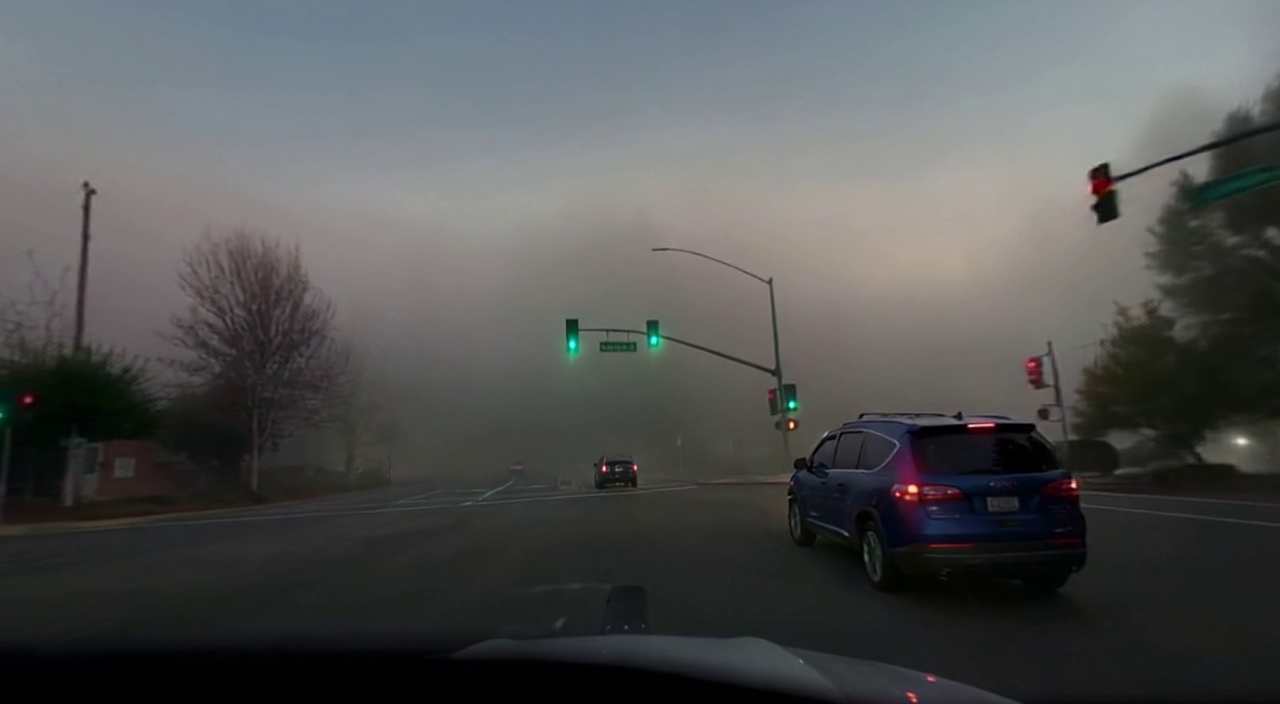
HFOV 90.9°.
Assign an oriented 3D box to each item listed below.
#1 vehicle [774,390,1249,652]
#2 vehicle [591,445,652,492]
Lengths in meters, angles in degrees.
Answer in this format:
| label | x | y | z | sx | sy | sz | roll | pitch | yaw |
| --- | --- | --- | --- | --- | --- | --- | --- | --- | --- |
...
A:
| label | x | y | z | sx | sy | sz | roll | pitch | yaw |
| --- | --- | --- | --- | --- | --- | --- | --- | --- | --- |
| vehicle | 2.908 | 1.431 | 6.456 | 2.024 | 1.686 | 4.588 | 0 | -8 | 0 |
| vehicle | -0.912 | 4.944 | 27.183 | 2.185 | 1.822 | 4.583 | 1 | -8 | -7 |
